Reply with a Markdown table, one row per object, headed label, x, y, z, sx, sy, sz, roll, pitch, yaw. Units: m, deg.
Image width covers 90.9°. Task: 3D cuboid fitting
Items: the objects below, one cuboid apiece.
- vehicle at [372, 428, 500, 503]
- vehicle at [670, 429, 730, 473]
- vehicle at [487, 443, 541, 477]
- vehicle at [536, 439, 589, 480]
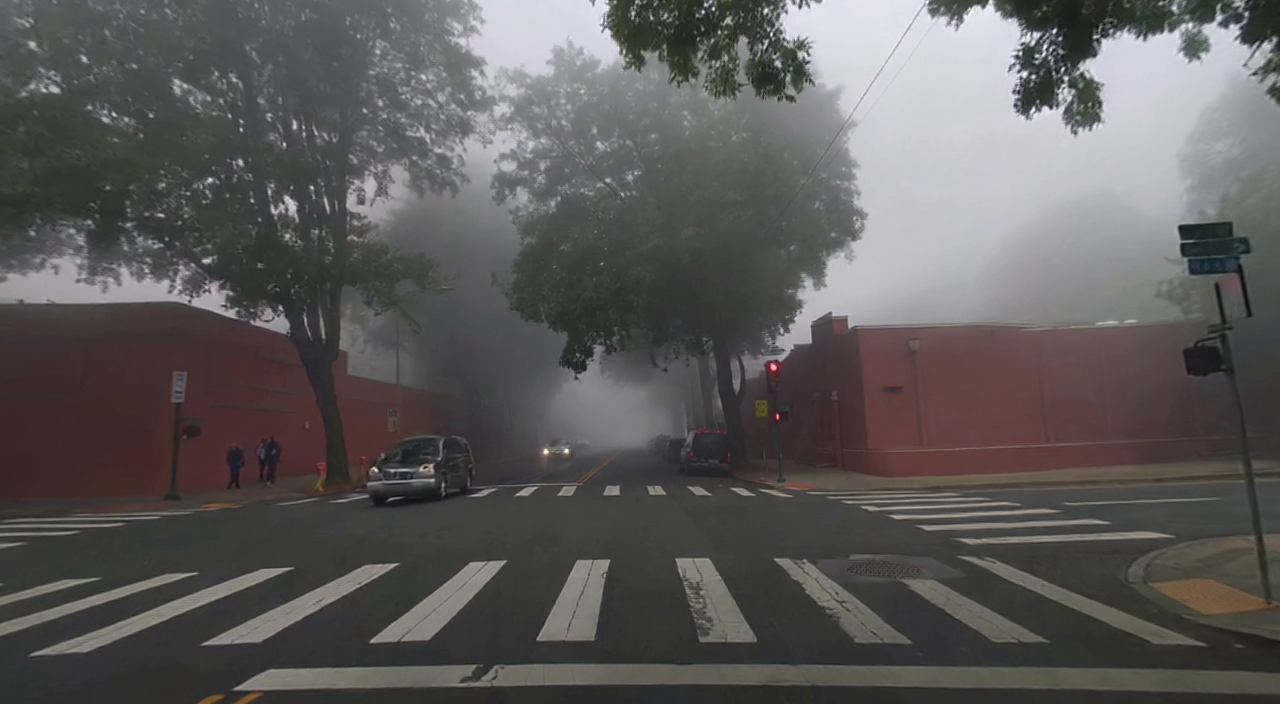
| label | x | y | z | sx | sy | sz | roll | pitch | yaw |
| --- | --- | --- | --- | --- | --- | --- | --- | --- | --- |
| vehicle | -5.772 | 3.269 | 18.641 | 2.242 | 1.887 | 4.924 | 0 | -8 | -2 |
| vehicle | 3.100 | 5.314 | 34.041 | 2.557 | 2.188 | 5.164 | 0 | -8 | -2 |
| vehicle | -6.189 | 5.345 | 31.409 | 1.979 | 1.560 | 3.928 | 0 | -8 | -1 |
| vehicle | -3.258 | 4.571 | 27.189 | 2.033 | 1.596 | 4.142 | 1 | -8 | -4 |
